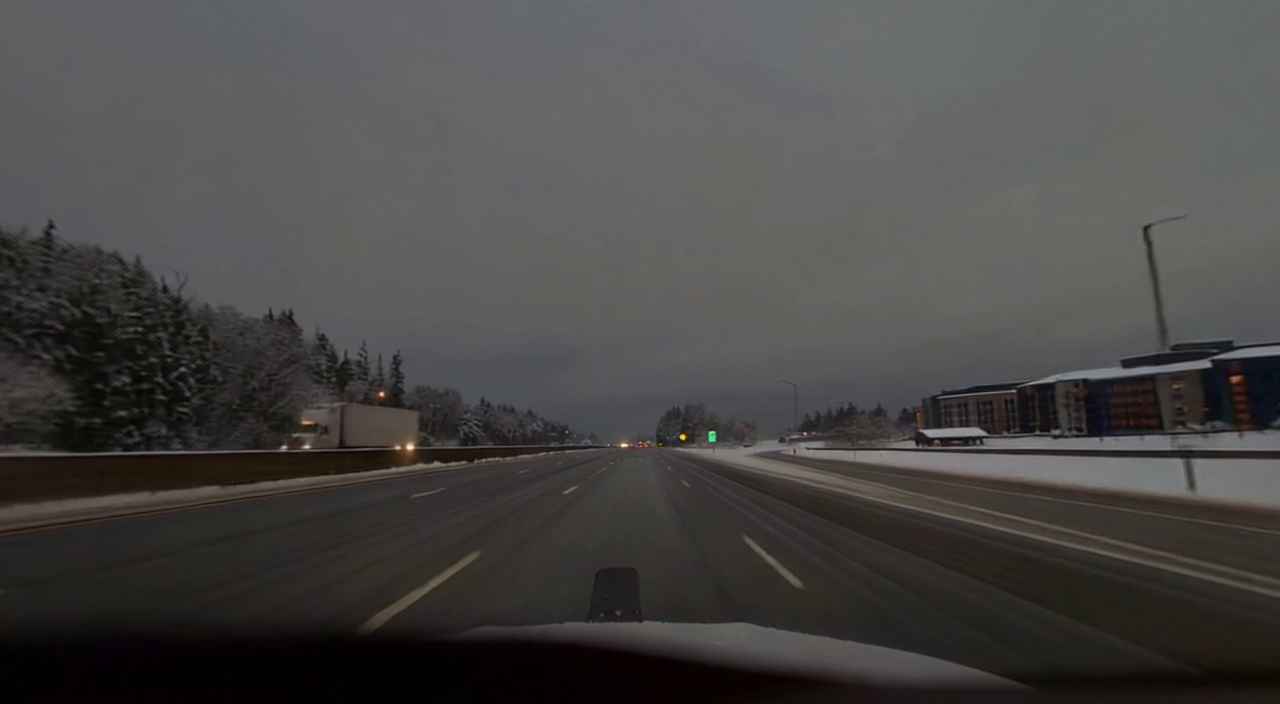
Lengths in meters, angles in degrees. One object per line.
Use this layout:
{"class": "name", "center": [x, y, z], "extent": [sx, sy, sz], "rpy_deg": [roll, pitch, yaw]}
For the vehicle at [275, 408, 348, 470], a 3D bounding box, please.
{"class": "vehicle", "center": [-19.710, 5.262, 38.159], "extent": [2.714, 3.543, 2.793], "rpy_deg": [0, -9, 0]}
